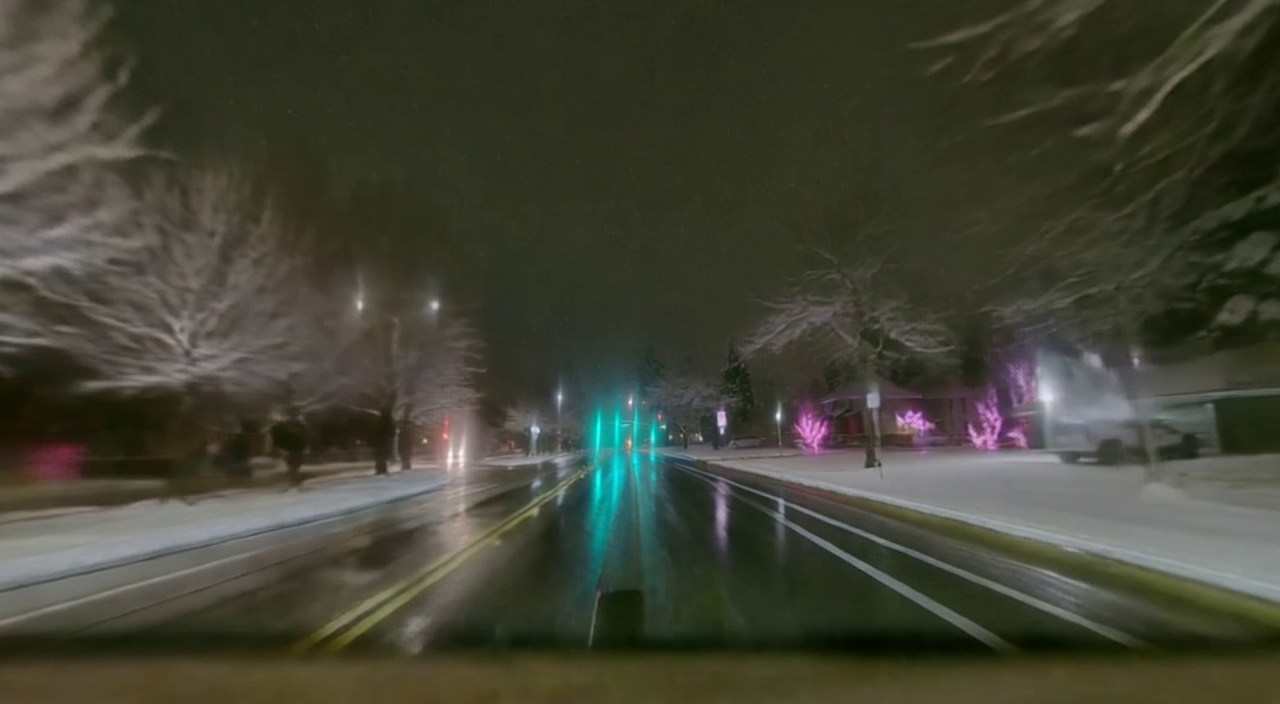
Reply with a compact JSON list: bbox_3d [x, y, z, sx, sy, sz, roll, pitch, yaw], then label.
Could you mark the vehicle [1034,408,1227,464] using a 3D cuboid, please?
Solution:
[{"bbox_3d":[14.856,2.600,19.334,4.198,1.561,1.937,-1,-10,1],"label":"vehicle"}]
